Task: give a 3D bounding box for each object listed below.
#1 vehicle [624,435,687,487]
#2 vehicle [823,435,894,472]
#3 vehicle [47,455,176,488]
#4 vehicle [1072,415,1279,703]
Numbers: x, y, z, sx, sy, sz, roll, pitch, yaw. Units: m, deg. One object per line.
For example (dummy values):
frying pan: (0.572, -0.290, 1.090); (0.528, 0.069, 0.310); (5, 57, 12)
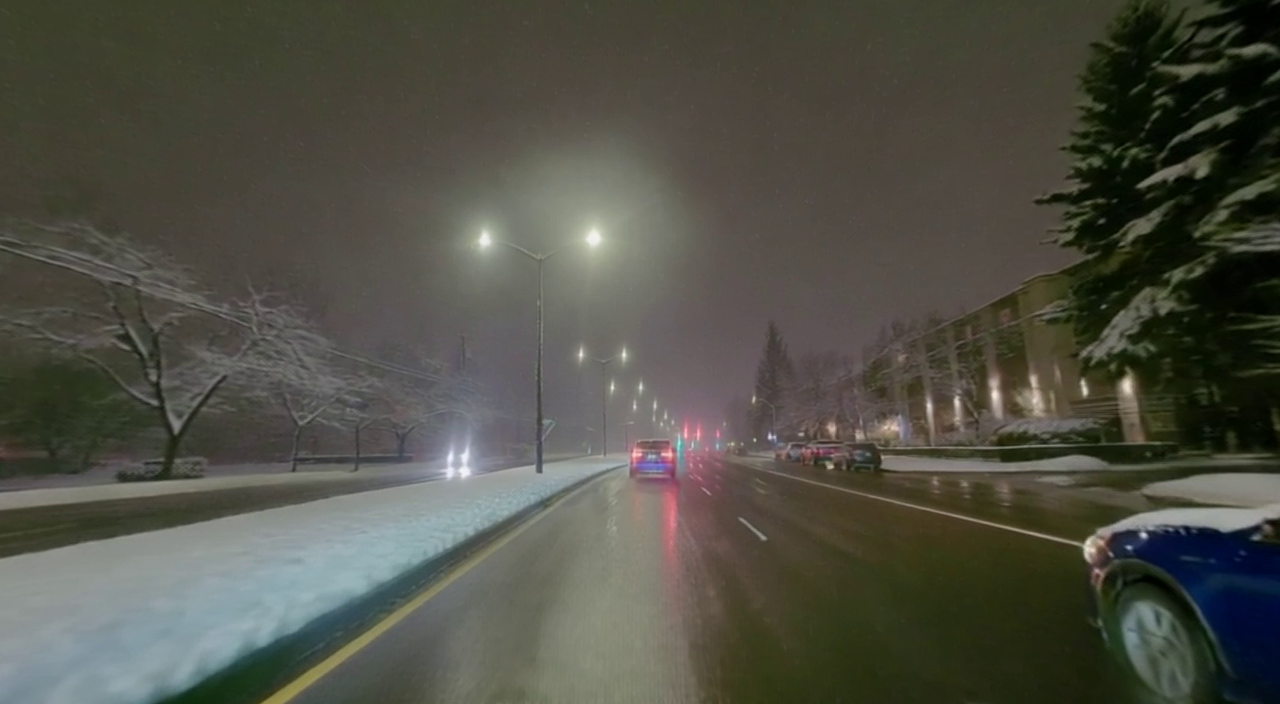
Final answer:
vehicle: (0.567, 3.899, 22.906); (2.085, 1.693, 4.301); (0, -8, 2)
vehicle: (11.864, 5.544, 34.763); (2.139, 1.849, 5.246); (0, -8, 1)
vehicle: (-26.049, 5.870, 31.265); (4.453, 1.472, 1.873); (1, -9, -8)
vehicle: (3.513, 0.810, 1.488); (1.918, 1.418, 4.360); (0, -8, 0)
